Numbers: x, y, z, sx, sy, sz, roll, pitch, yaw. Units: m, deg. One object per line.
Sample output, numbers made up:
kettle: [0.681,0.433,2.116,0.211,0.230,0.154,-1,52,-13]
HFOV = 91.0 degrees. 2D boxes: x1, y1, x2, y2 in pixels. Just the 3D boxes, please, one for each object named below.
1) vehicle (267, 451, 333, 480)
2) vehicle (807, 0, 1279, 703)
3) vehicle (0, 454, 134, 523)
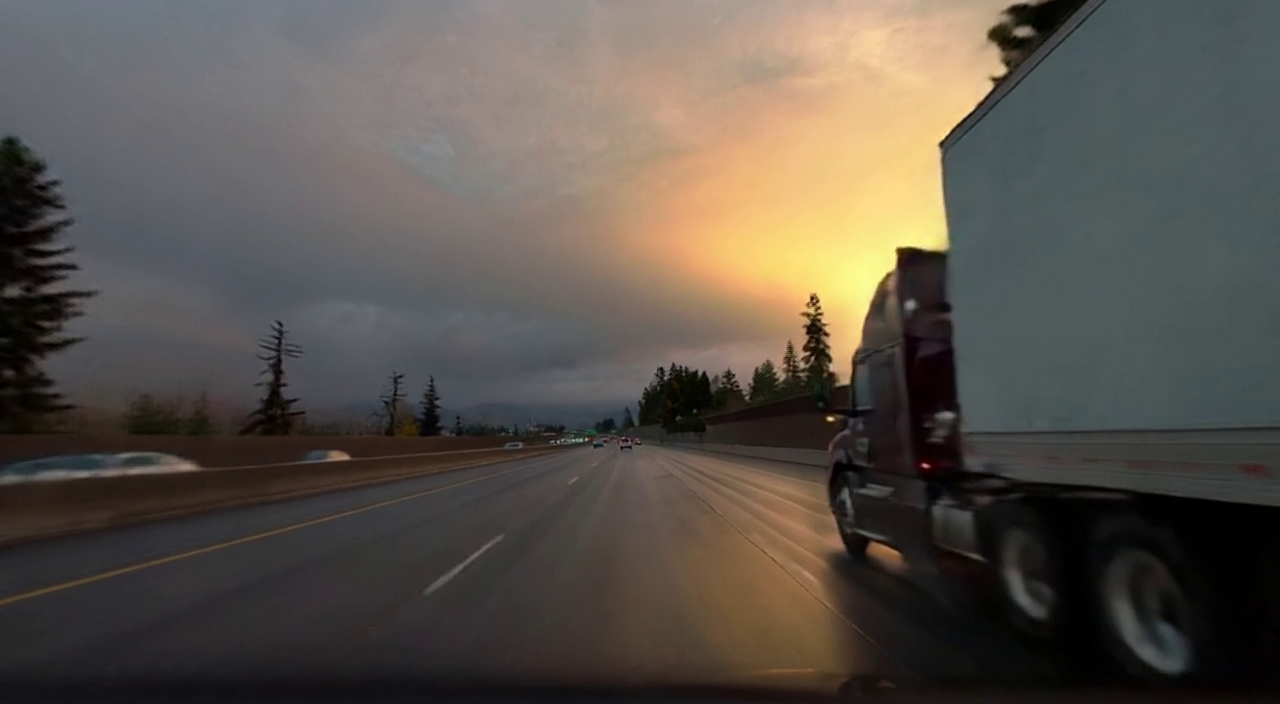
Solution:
vehicle: [-20.193,6.716,37.524,1.817,1.546,3.799,-1,-8,-1]
vehicle: [3.949,0.050,5.707,3.055,4.061,6.127,-1,-8,0]
vehicle: [-15.584,3.398,15.972,1.913,1.465,4.331,0,-8,-1]
